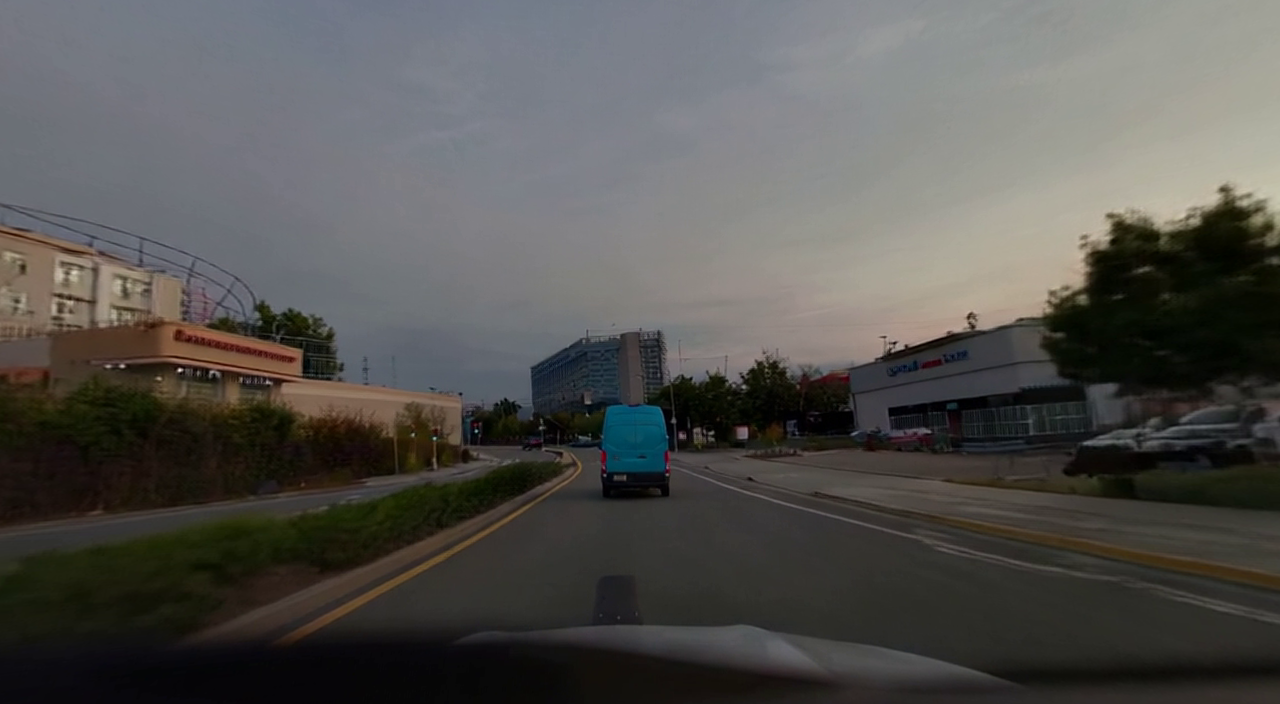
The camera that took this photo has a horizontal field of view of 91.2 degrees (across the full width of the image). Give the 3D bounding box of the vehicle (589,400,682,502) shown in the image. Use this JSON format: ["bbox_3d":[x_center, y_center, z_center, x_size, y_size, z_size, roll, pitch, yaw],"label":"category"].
[{"bbox_3d":[-0.178,3.024,19.299,2.432,2.624,5.670,0,-9,-1],"label":"vehicle"}]
